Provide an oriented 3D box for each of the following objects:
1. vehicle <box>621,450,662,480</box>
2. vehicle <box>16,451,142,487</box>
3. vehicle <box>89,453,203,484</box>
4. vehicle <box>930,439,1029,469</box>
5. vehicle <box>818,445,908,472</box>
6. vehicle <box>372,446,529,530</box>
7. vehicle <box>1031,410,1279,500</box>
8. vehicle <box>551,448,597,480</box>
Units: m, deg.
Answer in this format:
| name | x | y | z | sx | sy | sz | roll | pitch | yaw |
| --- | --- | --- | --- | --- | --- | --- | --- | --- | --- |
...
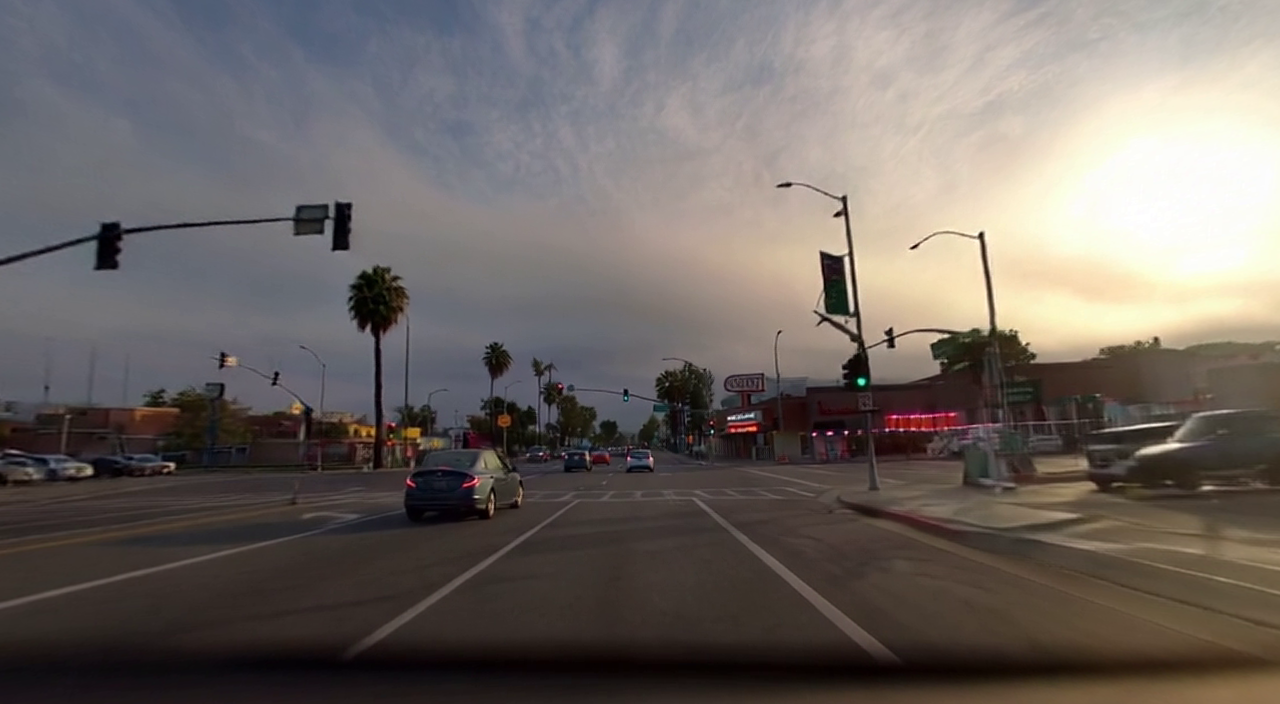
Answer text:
| name | x | y | z | sx | sy | sz | roll | pitch | yaw |
| --- | --- | --- | --- | --- | --- | --- | --- | --- | --- |
| vehicle | 0.086 | 6.082 | 34.181 | 2.094 | 1.496 | 4.070 | 0 | -9 | 1 |
| vehicle | -29.726 | 6.175 | 33.378 | 4.640 | 1.809 | 2.118 | 0 | -9 | 1 |
| vehicle | -28.869 | 6.828 | 36.793 | 4.945 | 1.582 | 1.938 | -2 | -10 | -2 |
| vehicle | 20.434 | 6.126 | 37.905 | 4.699 | 1.716 | 2.108 | 0 | -9 | 0 |
| vehicle | 13.301 | 6.387 | 37.661 | 4.532 | 1.504 | 2.087 | 0 | -9 | 0 |
| vehicle | -3.847 | 2.811 | 13.645 | 1.904 | 1.513 | 4.410 | -1 | -9 | 2 |
| vehicle | 10.932 | 2.210 | 13.646 | 1.982 | 1.623 | 4.211 | 0 | -9 | -2 |
| vehicle | -3.521 | 6.052 | 34.141 | 1.979 | 1.634 | 3.957 | -1 | -9 | 2 |
